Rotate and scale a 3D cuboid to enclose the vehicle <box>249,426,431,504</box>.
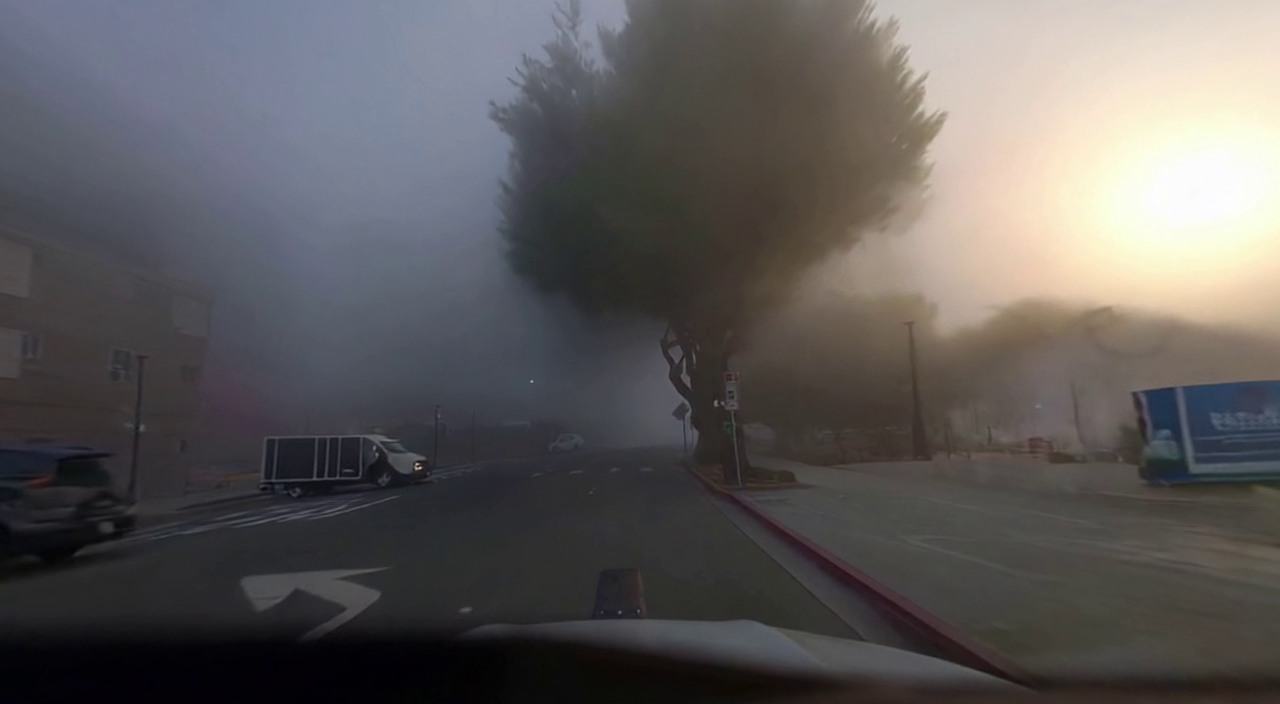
[{"bbox_3d":[-9.269,3.456,19.737,4.607,2.118,2.095,8,-12,-44],"label":"vehicle"}]

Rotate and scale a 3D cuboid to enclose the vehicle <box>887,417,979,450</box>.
[{"bbox_3d":[17.543,4.898,37.893,4.625,1.729,2.048,-4,-5,16],"label":"vehicle"}]

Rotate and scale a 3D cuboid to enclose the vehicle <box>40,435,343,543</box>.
[{"bbox_3d":[-8.789,2.662,12.701,4.585,1.758,2.050,7,-15,-40],"label":"vehicle"}]

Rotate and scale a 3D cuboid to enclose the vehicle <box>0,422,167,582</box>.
[{"bbox_3d":[-9.314,1.969,8.477,4.530,2.013,2.035,6,-11,-37],"label":"vehicle"}]

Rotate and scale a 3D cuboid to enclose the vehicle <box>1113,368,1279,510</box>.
[{"bbox_3d":[11.082,1.093,9.946,5.453,1.794,2.011,-7,-6,-1],"label":"vehicle"}]
